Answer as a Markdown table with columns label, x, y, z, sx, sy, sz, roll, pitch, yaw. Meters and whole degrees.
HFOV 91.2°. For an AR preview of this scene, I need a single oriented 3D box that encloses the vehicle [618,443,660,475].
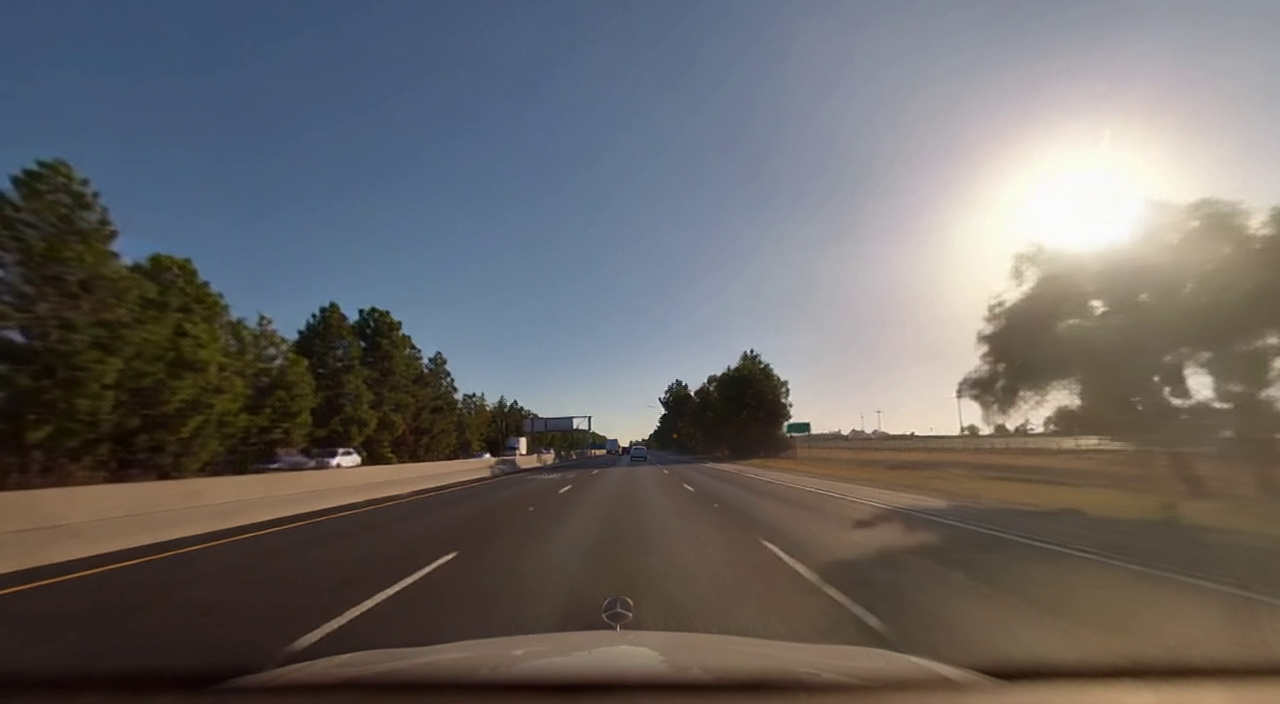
| label | x | y | z | sx | sy | sz | roll | pitch | yaw |
| --- | --- | --- | --- | --- | --- | --- | --- | --- | --- |
| vehicle | -0.086 | 5.621 | 33.107 | 2.095 | 1.537 | 4.017 | 0 | -9 | -1 |

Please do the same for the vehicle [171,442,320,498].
| label | x | y | z | sx | sy | sz | roll | pitch | yaw |
| --- | --- | --- | --- | --- | --- | --- | --- | --- | --- |
| vehicle | -13.508 | 4.052 | 21.920 | 2.074 | 1.695 | 4.789 | 0 | -9 | 0 |
